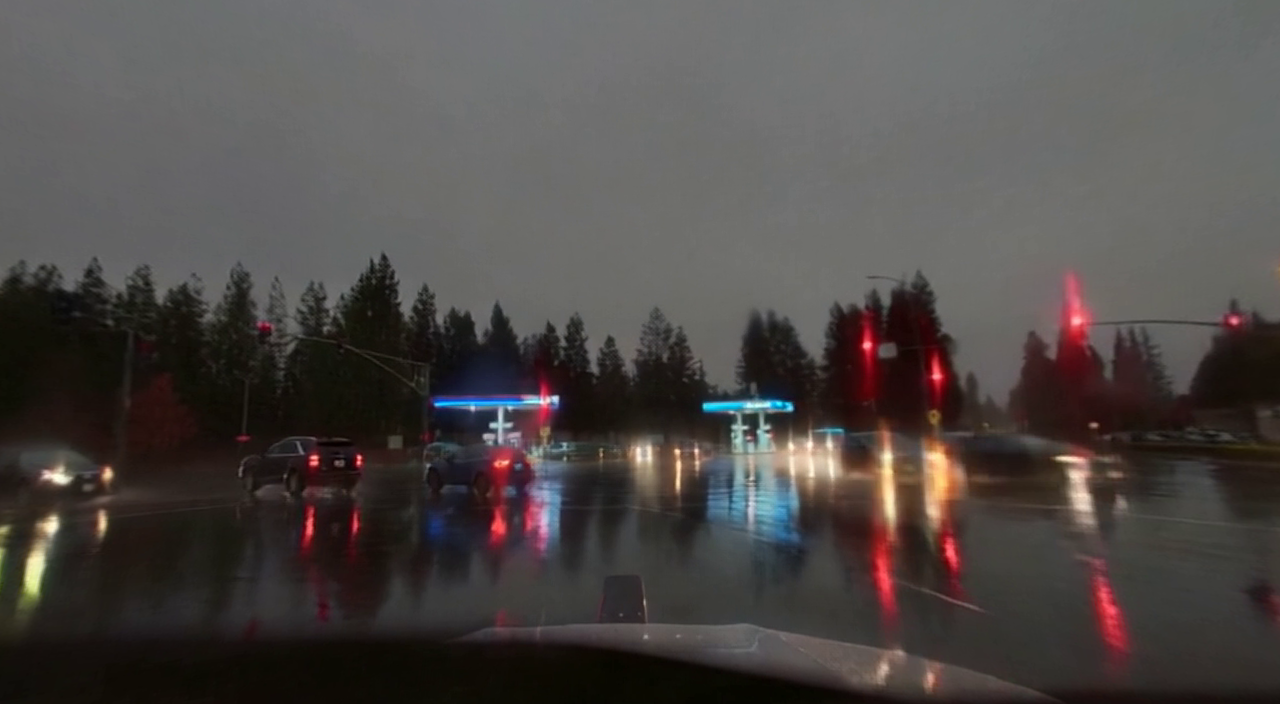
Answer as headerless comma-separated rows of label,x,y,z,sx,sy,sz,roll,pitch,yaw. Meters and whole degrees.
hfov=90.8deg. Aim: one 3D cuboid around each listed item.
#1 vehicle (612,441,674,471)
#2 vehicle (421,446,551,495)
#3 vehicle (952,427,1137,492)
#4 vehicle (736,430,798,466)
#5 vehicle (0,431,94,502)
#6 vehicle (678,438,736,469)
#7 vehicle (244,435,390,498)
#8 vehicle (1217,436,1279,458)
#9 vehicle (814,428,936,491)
vehicle,0.239,6.143,37.406,2.210,1.565,4.588,-6,-10,19
vehicle,-5.311,3.947,21.494,4.581,1.460,1.965,-8,-11,41
vehicle,11.212,3.016,18.031,1.976,1.573,4.543,1,-9,-5
vehicle,7.385,5.517,36.264,2.517,1.875,5.774,-3,-9,20
vehicle,-19.255,3.445,19.032,4.658,1.911,2.162,-5,-10,22
vehicle,3.955,5.864,36.605,2.210,1.542,4.501,-6,-10,20
vehicle,-10.368,3.581,20.178,4.616,1.733,2.351,-7,-11,38
vehicle,43.692,6.717,44.539,3.825,1.438,1.968,-5,-10,22
vehicle,6.781,3.152,18.856,2.126,1.626,4.585,-1,-9,3
